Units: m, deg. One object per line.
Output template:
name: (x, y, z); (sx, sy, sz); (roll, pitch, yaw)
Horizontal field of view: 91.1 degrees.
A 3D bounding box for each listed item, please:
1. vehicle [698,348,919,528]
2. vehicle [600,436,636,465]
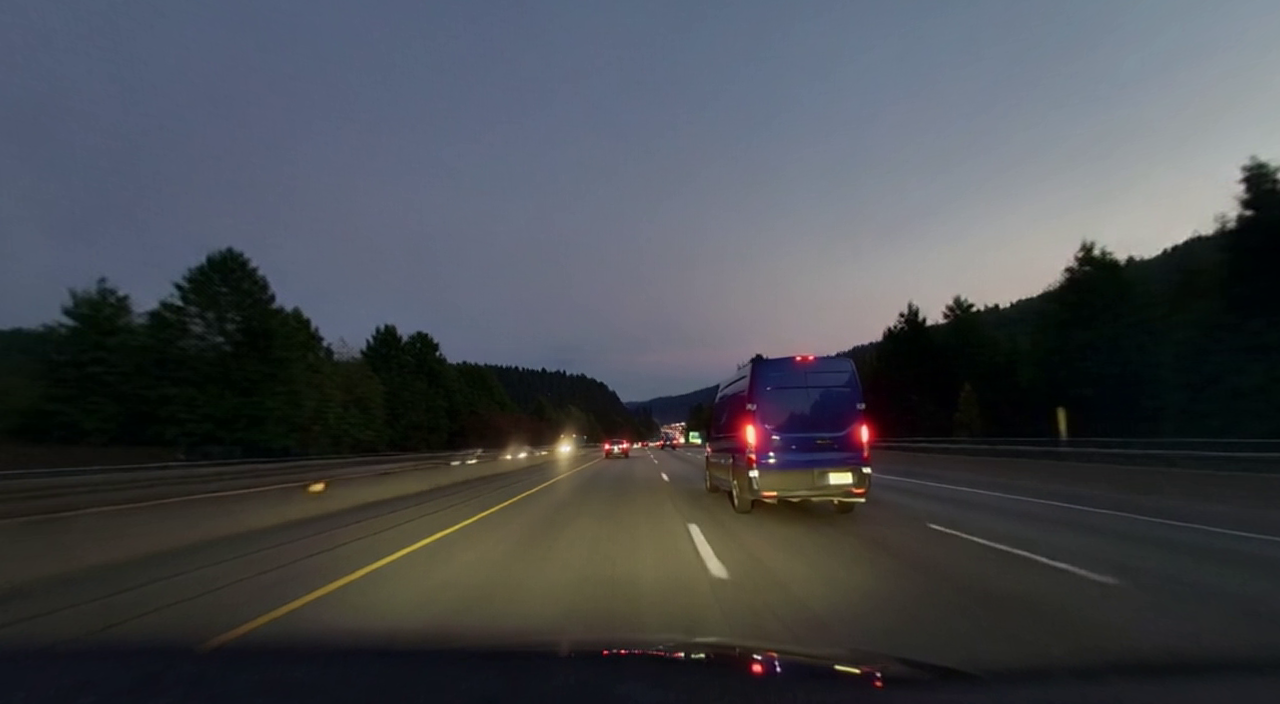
vehicle: (2.751, 1.714, 12.718); (2.416, 2.595, 7.243); (0, -8, 0)
vehicle: (-1.196, 5.468, 35.217); (1.900, 1.524, 4.324); (0, -8, -1)
